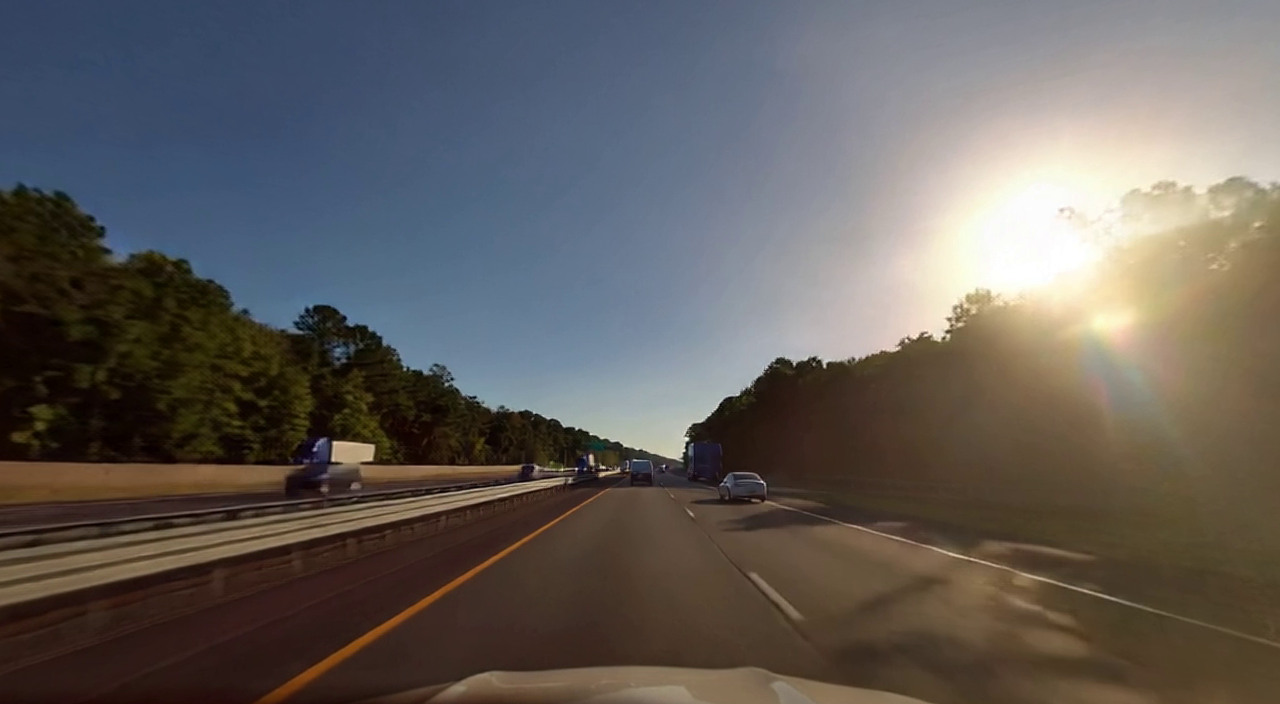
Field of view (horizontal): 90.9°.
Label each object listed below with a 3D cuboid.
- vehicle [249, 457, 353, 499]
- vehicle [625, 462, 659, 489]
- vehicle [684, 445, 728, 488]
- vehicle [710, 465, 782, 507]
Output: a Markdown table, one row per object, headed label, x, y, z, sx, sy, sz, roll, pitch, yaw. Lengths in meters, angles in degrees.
| label | x | y | z | sx | sy | sz | roll | pitch | yaw |
| --- | --- | --- | --- | --- | --- | --- | --- | --- | --- |
| vehicle | -13.493 | 5.027 | 25.365 | 1.971 | 1.518 | 3.749 | 1 | -10 | 1 |
| vehicle | 0.153 | 8.419 | 43.008 | 2.212 | 1.717 | 4.452 | 1 | -10 | 1 |
| vehicle | 4.907 | 8.700 | 47.775 | 2.563 | 2.975 | 6.941 | 1 | -10 | 0 |
| vehicle | 4.323 | 5.591 | 26.650 | 2.073 | 1.532 | 4.969 | 1 | -10 | -1 |
